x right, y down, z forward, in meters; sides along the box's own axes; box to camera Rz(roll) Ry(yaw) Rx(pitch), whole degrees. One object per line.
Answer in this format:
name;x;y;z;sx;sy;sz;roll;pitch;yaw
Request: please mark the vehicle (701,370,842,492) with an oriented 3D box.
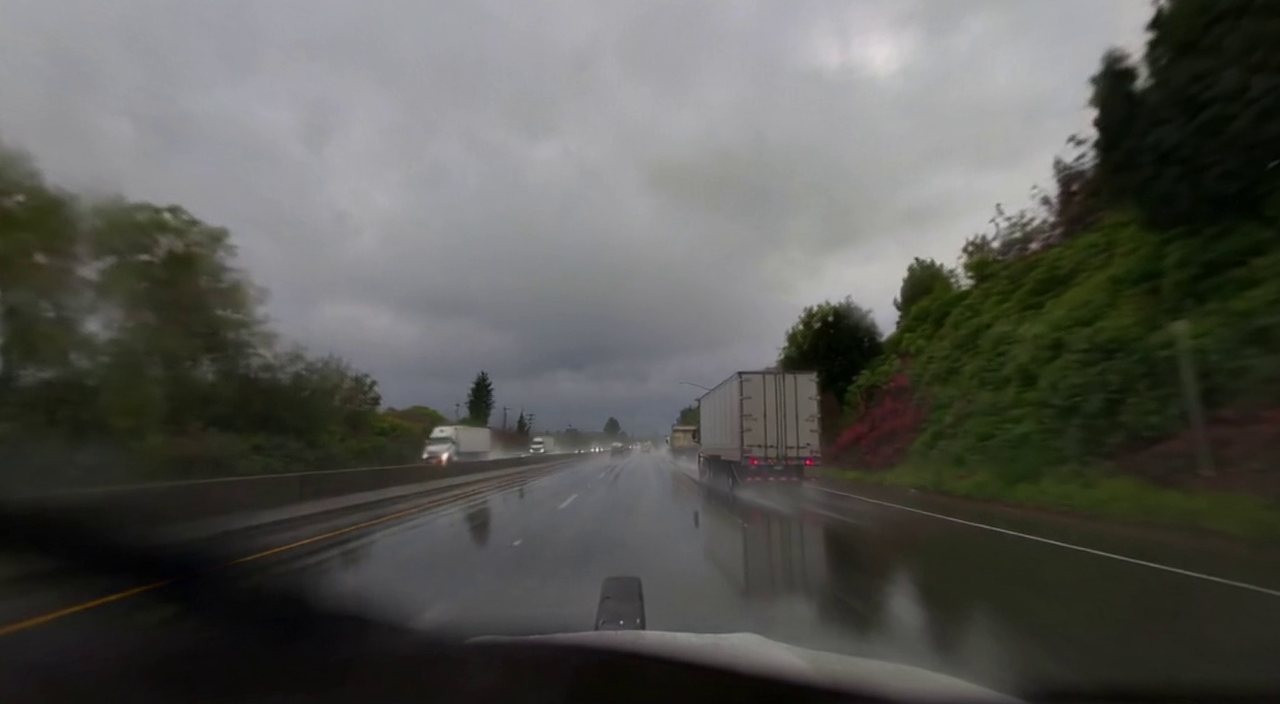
vehicle;4.576;3.248;24.843;3.032;3.785;10.333;0;-9;-2
